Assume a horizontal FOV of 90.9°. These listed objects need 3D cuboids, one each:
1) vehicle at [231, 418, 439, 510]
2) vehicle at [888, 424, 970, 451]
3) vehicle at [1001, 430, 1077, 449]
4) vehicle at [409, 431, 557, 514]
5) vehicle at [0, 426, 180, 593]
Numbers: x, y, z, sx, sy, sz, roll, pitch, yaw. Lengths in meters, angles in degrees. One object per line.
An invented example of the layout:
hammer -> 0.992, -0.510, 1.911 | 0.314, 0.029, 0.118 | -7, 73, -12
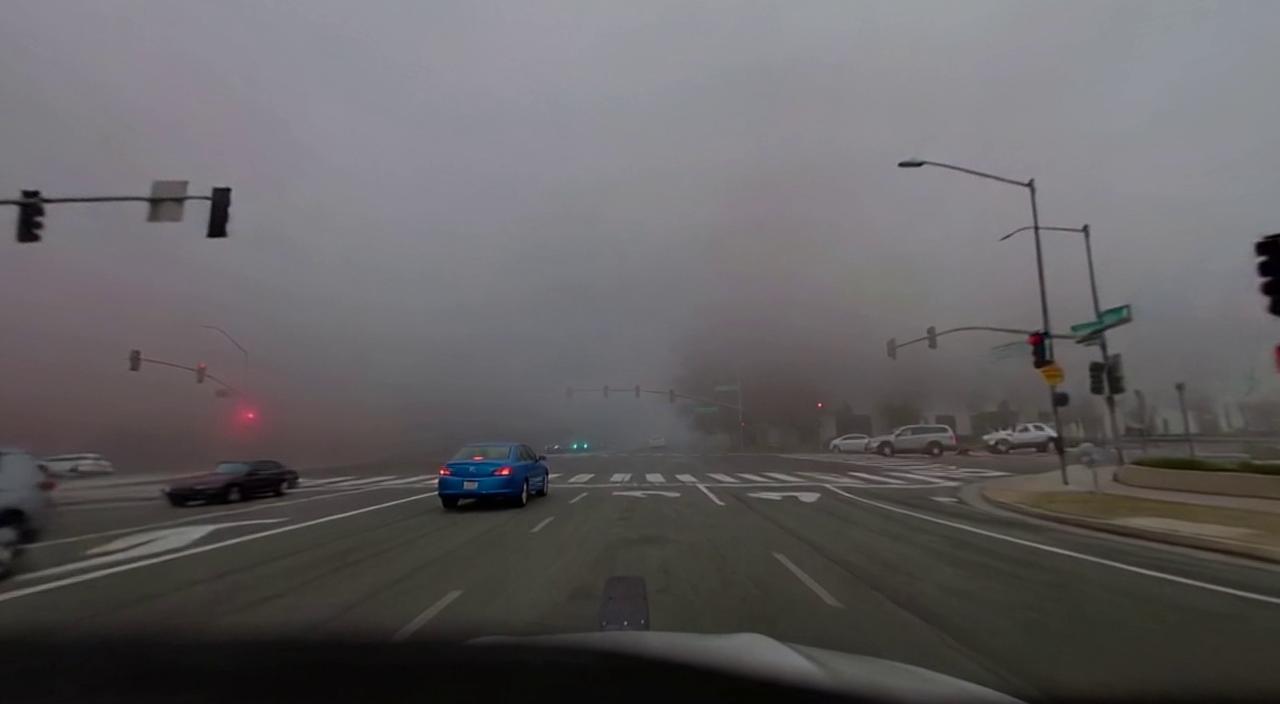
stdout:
vehicle -> -6.702, 2.556, 14.788 | 2.099, 1.713, 5.402 | 1, -9, 1
vehicle -> 20.559, 6.106, 44.940 | 4.707, 1.817, 2.198 | 0, -10, -3
vehicle -> 30.639, 6.730, 48.407 | 4.627, 1.359, 1.834 | 0, -9, -3
vehicle -> -3.122, 2.505, 13.577 | 1.924, 1.480, 4.421 | 0, -9, 2
vehicle -> -6.847, 1.388, 5.430 | 2.133, 1.485, 4.681 | 0, -9, 1
